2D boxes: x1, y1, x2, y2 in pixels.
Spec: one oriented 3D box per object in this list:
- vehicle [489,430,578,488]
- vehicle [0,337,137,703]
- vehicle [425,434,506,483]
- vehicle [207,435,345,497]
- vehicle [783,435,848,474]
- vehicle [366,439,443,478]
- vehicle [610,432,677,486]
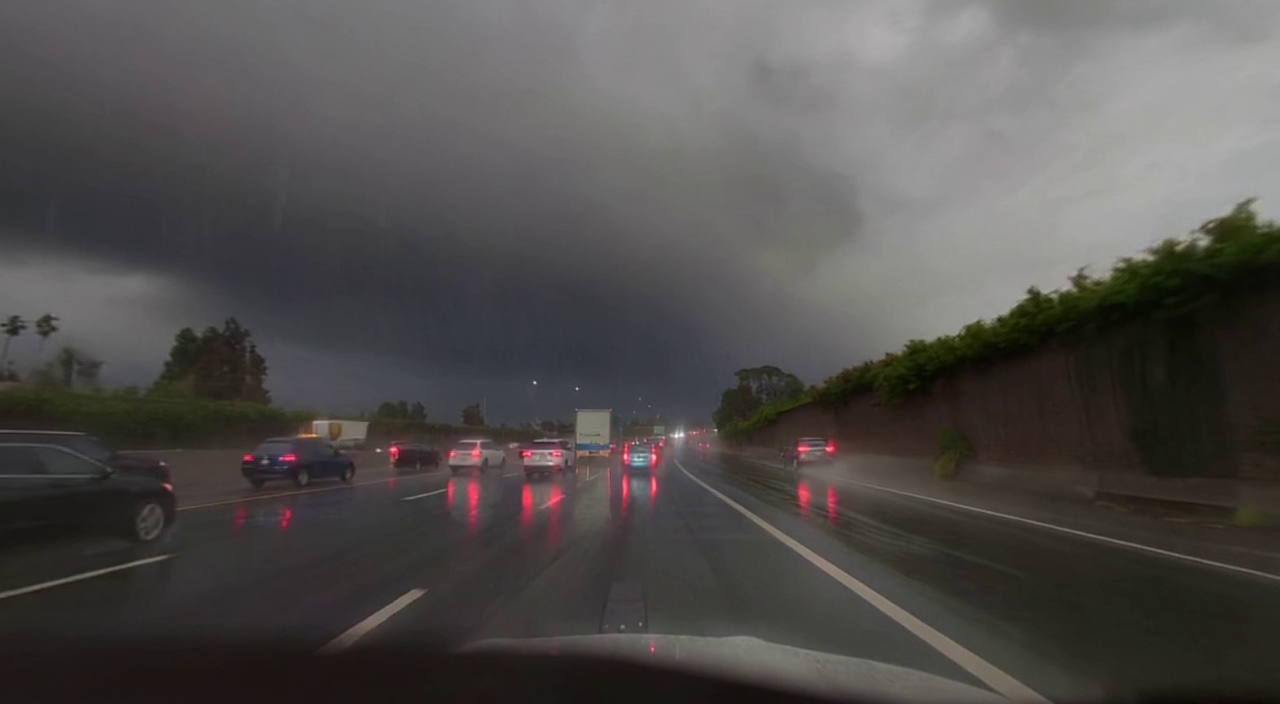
[{"bbox_3d":[-3.541,3.677,21.930,2.125,1.792,4.466,-1,-8,3],"label":"vehicle"},{"bbox_3d":[-3.443,0.576,0.660,2.209,1.711,4.296,0,-8,1],"label":"vehicle"},{"bbox_3d":[-6.949,4.278,25.635,1.998,1.770,4.222,0,-8,1],"label":"vehicle"},{"bbox_3d":[-10.980,3.432,19.401,1.863,1.696,3.885,0,-8,1],"label":"vehicle"},{"bbox_3d":[8.324,4.893,30.299,2.026,1.718,4.522,-1,-8,3],"label":"vehicle"},{"bbox_3d":[-10.795,4.908,29.284,1.894,1.669,4.251,0,-8,0],"label":"vehicle"},{"bbox_3d":[0.153,3.786,22.581,2.180,1.716,3.920,0,-8,1],"label":"vehicle"}]
